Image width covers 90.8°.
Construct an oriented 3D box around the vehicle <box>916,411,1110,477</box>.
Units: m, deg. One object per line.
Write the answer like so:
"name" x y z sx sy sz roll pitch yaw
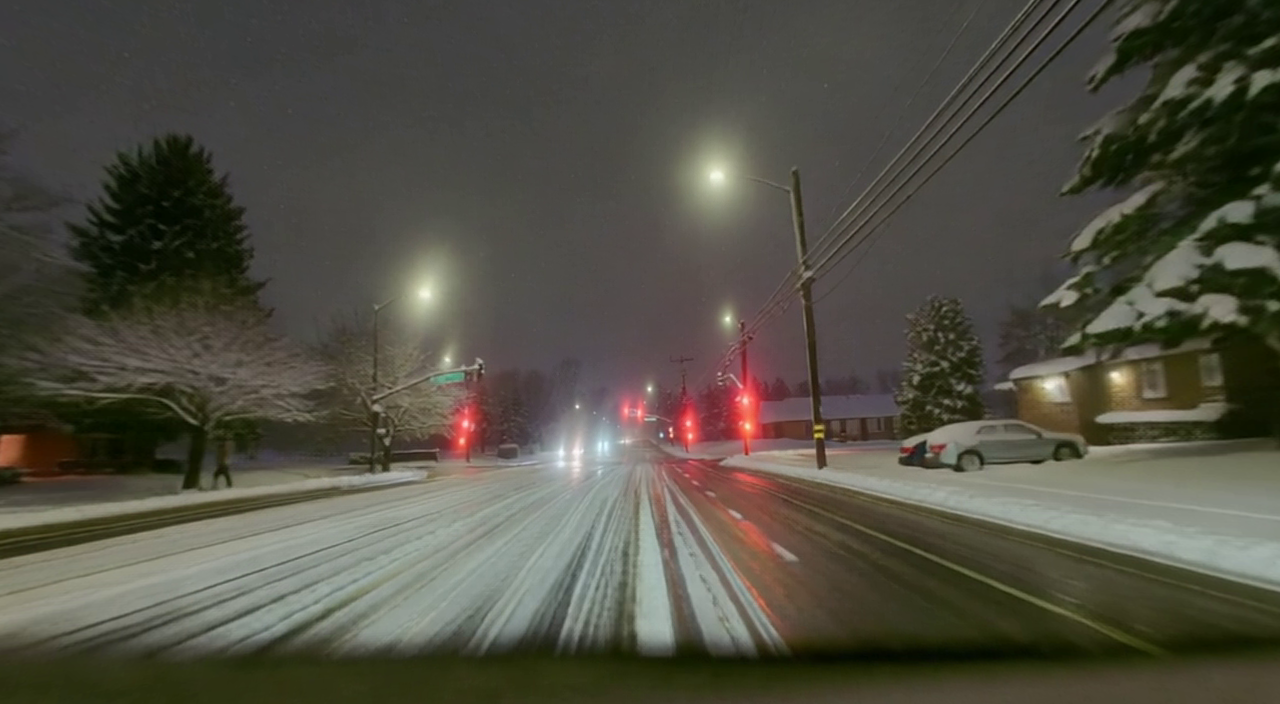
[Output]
"vehicle" 10.772 2.691 18.496 4.423 1.779 1.883 0 -8 0
